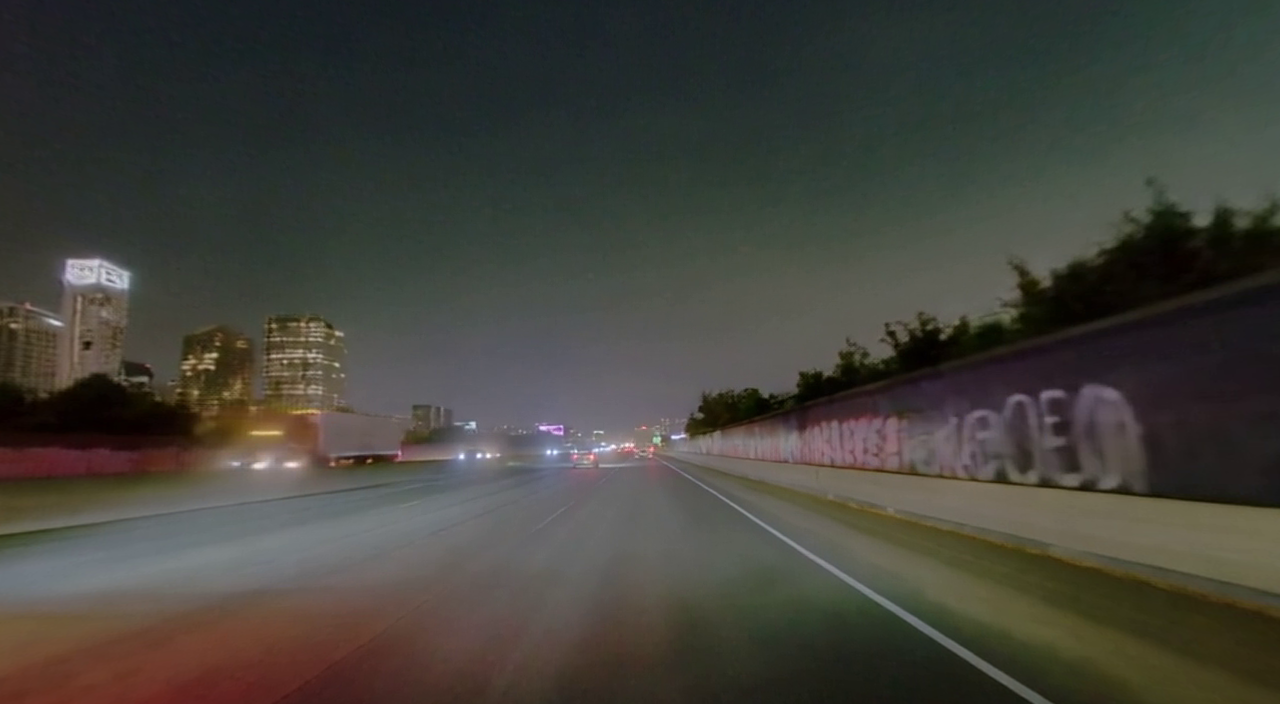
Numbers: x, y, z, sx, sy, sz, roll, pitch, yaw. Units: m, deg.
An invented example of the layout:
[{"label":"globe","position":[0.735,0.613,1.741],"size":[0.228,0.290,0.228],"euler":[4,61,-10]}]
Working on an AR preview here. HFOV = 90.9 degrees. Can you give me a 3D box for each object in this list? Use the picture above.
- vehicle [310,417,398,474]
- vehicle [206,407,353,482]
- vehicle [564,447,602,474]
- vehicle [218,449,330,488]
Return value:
[{"label":"vehicle","position":[-21.920,7.298,48.940],"size":[2.850,4.006,8.213],"euler":[0,-9,0]},{"label":"vehicle","position":[-21.945,5.823,39.408],"size":[2.873,4.027,10.474],"euler":[0,-9,0]},{"label":"vehicle","position":[-3.263,6.345,37.021],"size":[1.803,1.466,4.509],"euler":[0,-9,0]},{"label":"vehicle","position":[-15.037,4.784,26.231],"size":[1.917,1.491,4.429],"euler":[0,-9,1]}]
